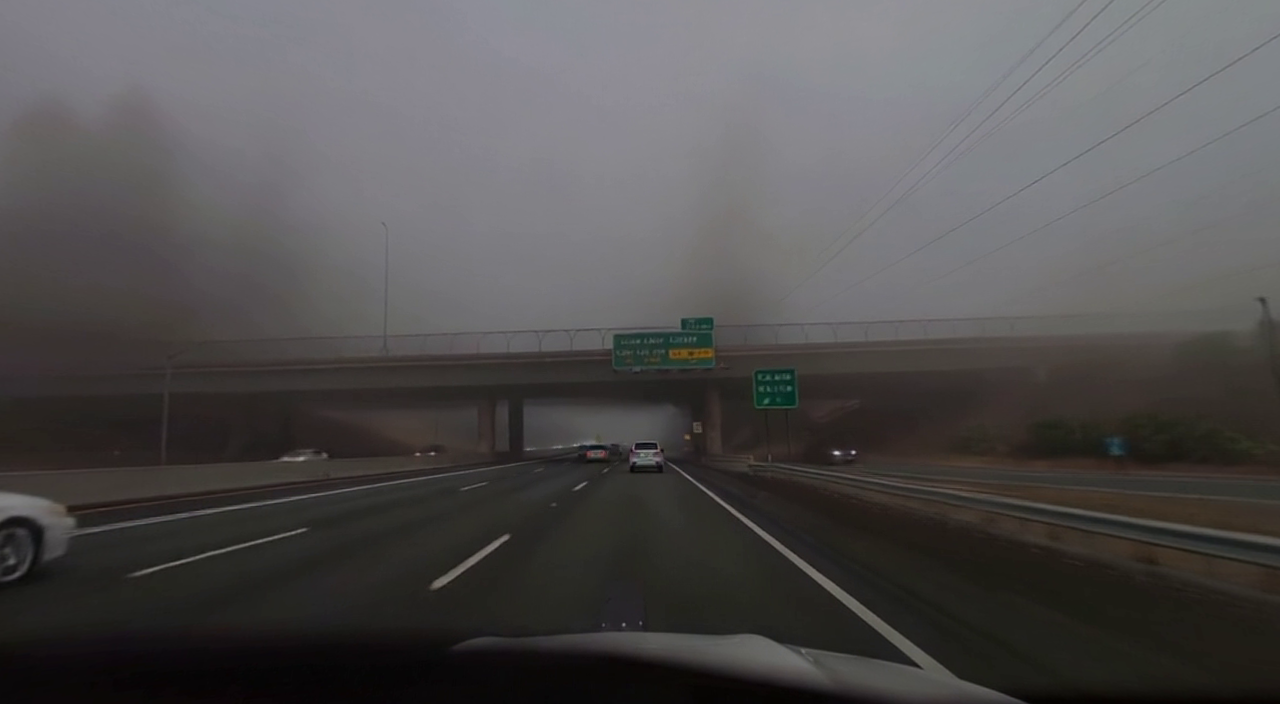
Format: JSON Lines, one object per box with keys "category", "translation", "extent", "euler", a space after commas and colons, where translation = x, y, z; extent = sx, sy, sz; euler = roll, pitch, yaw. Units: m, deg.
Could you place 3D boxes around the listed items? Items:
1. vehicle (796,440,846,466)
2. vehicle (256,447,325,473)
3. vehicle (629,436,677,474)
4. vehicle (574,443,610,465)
{"category": "vehicle", "translation": [12.530, 6.982, 43.895], "extent": [2.009, 1.675, 4.196], "euler": [1, -8, -3]}
{"category": "vehicle", "translation": [-22.195, 6.873, 40.277], "extent": [1.892, 1.531, 4.346], "euler": [0, -8, 1]}
{"category": "vehicle", "translation": [0.592, 4.910, 30.290], "extent": [2.152, 1.697, 4.066], "euler": [0, -8, 0]}
{"category": "vehicle", "translation": [-3.235, 6.985, 43.366], "extent": [2.056, 1.464, 4.564], "euler": [0, -8, 1]}
